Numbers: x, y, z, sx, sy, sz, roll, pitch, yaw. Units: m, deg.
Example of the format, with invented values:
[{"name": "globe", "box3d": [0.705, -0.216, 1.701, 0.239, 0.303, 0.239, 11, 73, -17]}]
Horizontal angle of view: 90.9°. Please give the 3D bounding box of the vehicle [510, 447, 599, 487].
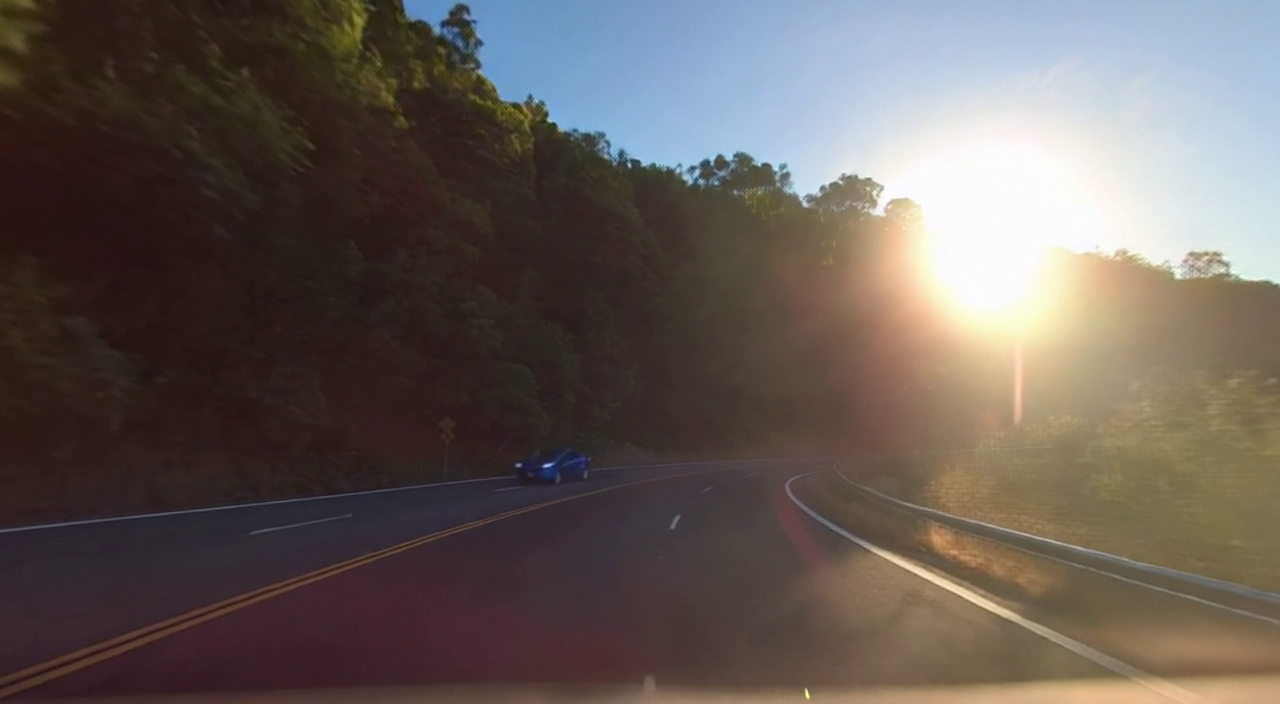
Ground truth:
[{"name": "vehicle", "box3d": [-3.488, 4.826, 26.874, 2.111, 1.509, 4.823, -2, -9, 14]}]
